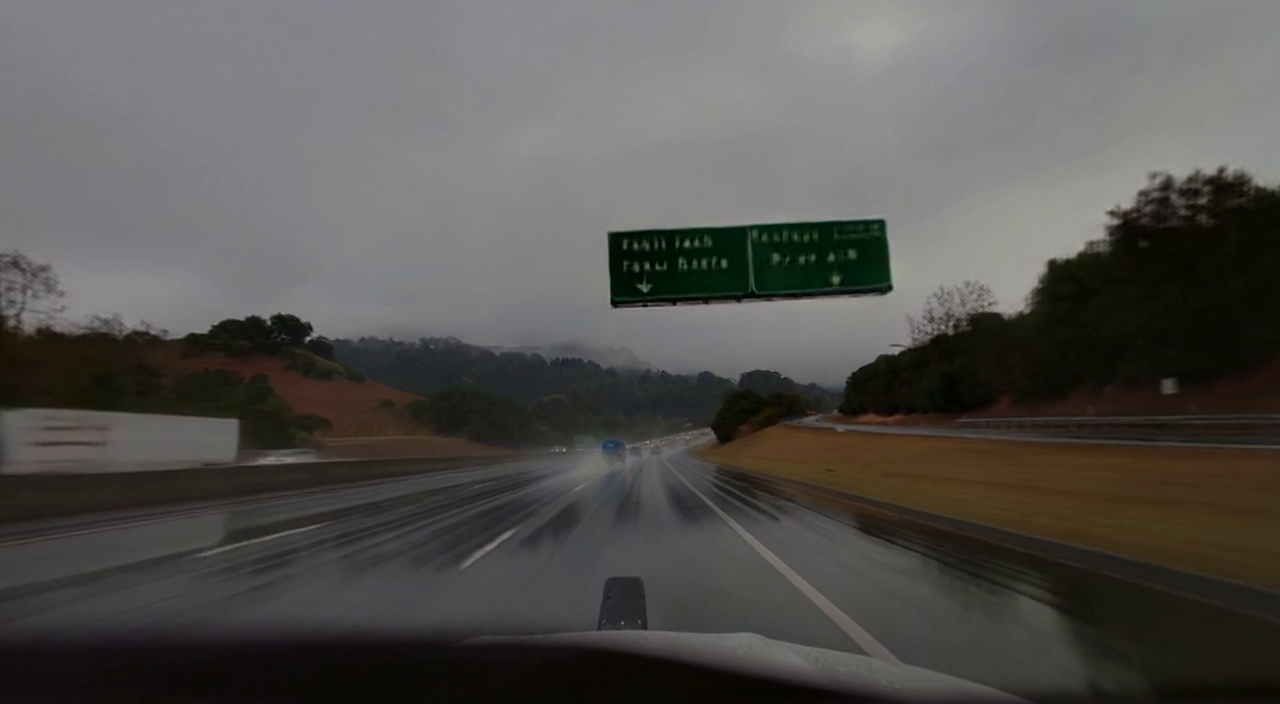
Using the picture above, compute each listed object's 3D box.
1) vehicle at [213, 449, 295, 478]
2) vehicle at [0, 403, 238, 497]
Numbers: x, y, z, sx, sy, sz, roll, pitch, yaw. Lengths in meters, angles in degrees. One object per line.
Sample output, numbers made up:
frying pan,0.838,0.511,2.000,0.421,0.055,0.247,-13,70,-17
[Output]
vehicle,-25.007,7.218,40.905,2.041,1.728,4.935,0,-8,2
vehicle,-30.035,5.546,35.955,2.908,4.172,16.531,0,-8,1
